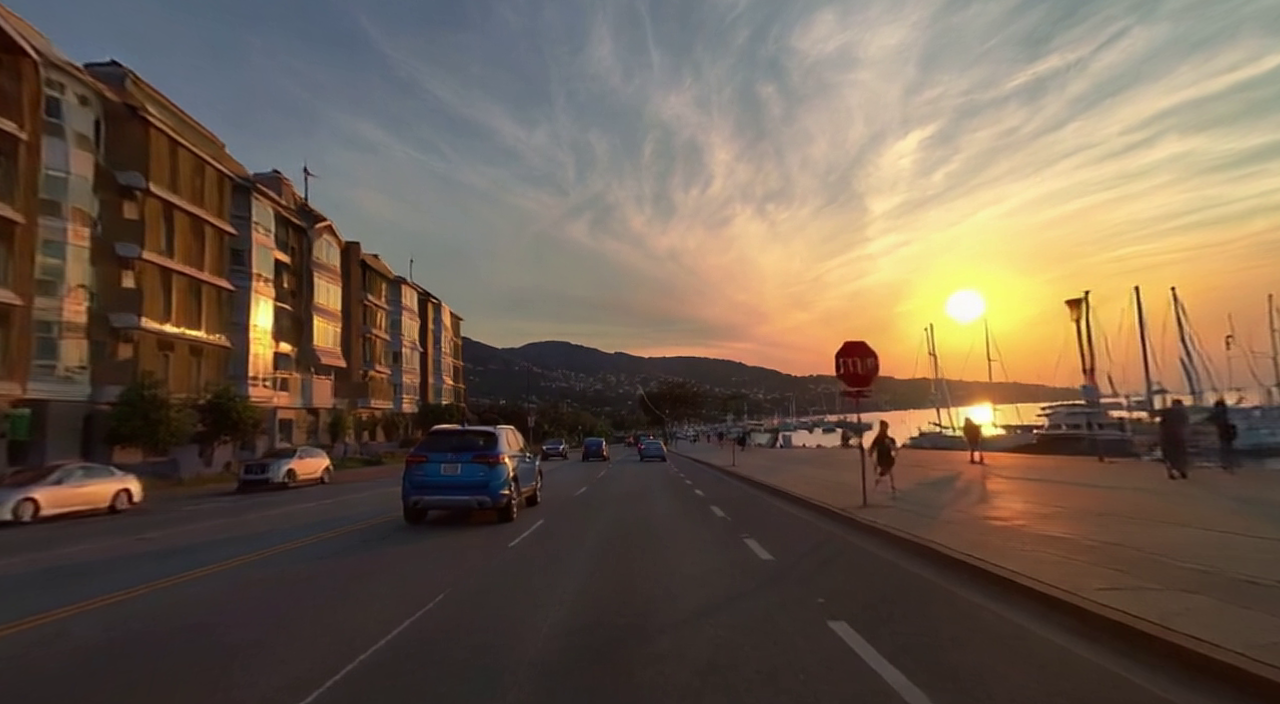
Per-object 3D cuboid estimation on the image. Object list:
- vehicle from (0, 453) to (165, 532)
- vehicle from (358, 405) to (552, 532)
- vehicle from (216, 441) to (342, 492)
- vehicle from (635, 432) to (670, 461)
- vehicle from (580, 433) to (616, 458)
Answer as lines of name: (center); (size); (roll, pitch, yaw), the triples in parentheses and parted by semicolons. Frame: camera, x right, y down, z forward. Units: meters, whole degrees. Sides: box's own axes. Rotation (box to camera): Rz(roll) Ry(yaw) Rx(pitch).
vehicle: (-13.635, 3.128, 14.467); (1.871, 1.463, 4.555); (-1, -8, 0)
vehicle: (-3.036, 2.030, 11.615); (2.082, 1.817, 4.724); (-1, -8, 1)
vehicle: (-13.530, 4.289, 24.021); (2.117, 1.703, 4.373); (-1, -8, 2)
vehicle: (0.751, 5.769, 38.711); (2.057, 1.624, 3.726); (-1, -8, 1)
vehicle: (-2.881, 6.508, 44.005); (2.056, 1.680, 4.205); (-1, -8, 2)
